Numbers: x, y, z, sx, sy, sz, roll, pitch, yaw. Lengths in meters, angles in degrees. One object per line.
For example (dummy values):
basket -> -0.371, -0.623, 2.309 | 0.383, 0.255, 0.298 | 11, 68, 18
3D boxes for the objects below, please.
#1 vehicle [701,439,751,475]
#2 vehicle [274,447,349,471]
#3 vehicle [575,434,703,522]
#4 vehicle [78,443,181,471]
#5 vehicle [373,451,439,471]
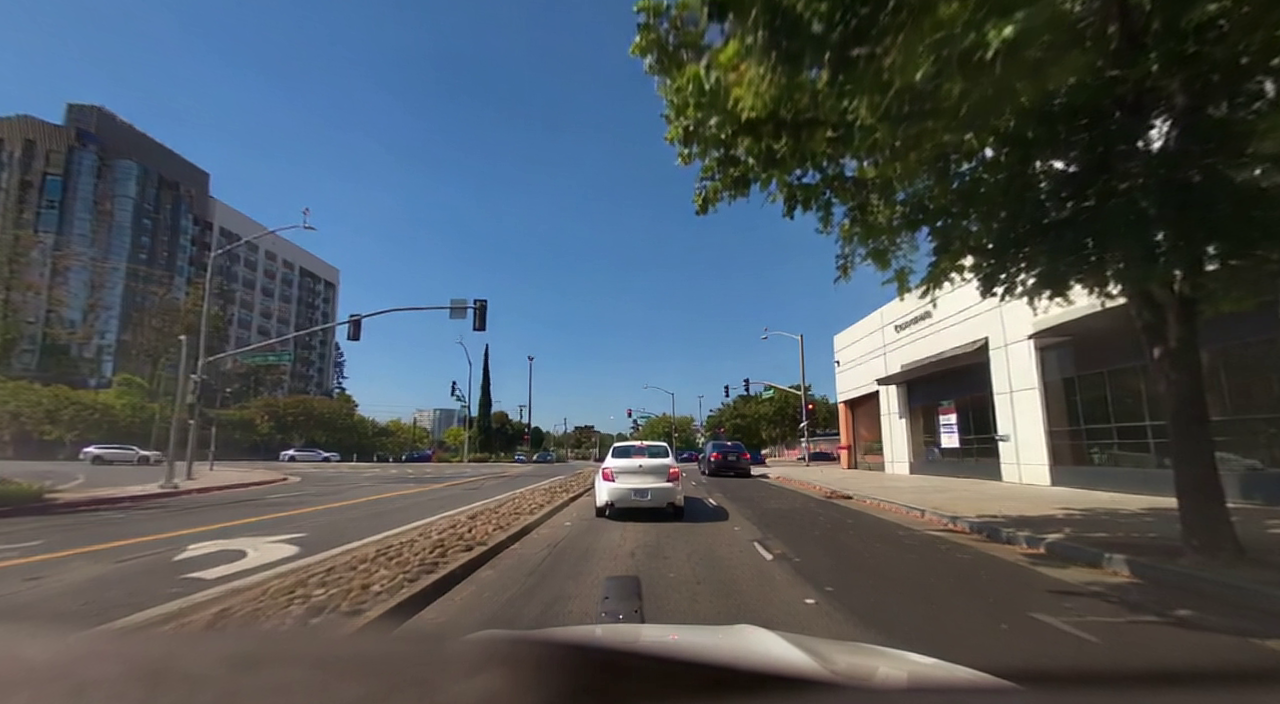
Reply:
vehicle -> 4.722, 5.820, 35.351 | 2.092, 1.851, 4.913 | 0, -8, 0
vehicle -> -24.842, 8.095, 47.909 | 4.575, 1.718, 2.008 | 2, -9, -10
vehicle -> 0.042, 2.462, 12.901 | 2.173, 1.479, 4.264 | 0, -8, 2
vehicle -> -34.161, 7.021, 42.377 | 4.877, 1.754, 1.978 | 1, -9, -10
vehicle -> -18.228, 8.515, 49.316 | 4.548, 1.449, 1.802 | 2, -9, -11
